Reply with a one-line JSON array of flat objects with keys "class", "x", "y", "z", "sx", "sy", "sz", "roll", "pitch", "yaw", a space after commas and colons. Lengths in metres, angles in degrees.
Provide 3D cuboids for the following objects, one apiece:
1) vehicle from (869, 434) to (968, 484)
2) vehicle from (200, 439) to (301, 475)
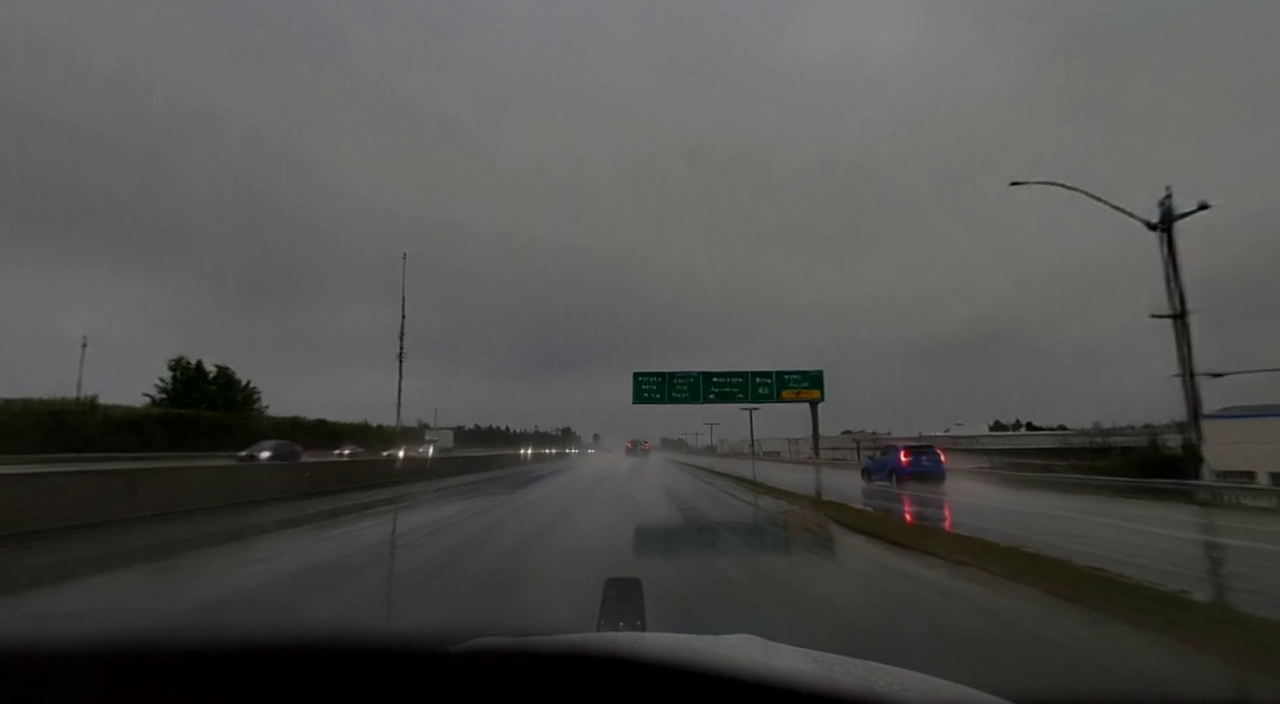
[{"class": "vehicle", "x": 14.162, "y": 5.485, "z": 32.522, "sx": 2.411, "sy": 2.326, "sz": 5.300, "roll": 0, "pitch": -9, "yaw": -3}, {"class": "vehicle", "x": -20.206, "y": 5.473, "z": 33.074, "sx": 2.109, "sy": 1.684, "sz": 5.028, "roll": 0, "pitch": -9, "yaw": -1}]
